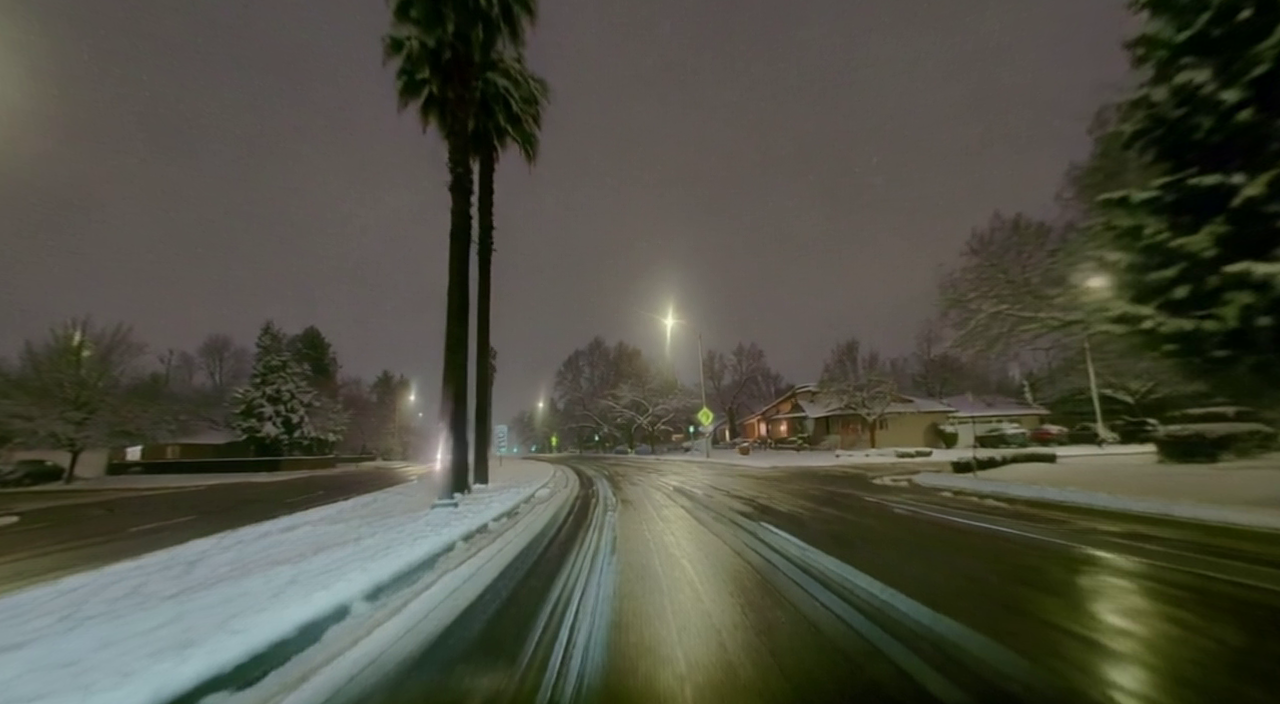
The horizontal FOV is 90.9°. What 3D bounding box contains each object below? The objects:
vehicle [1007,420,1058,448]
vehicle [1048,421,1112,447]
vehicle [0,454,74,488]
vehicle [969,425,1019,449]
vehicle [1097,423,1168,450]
[{"bbox_3d":[25.919,5.407,41.790,1.994,1.714,4.222,-2,-7,20],"label":"vehicle"},{"bbox_3d":[29.636,5.568,42.571,1.798,1.621,3.735,-1,-9,4],"label":"vehicle"},{"bbox_3d":[-38.815,7.491,40.049,2.227,1.905,5.954,3,-9,-23],"label":"vehicle"},{"bbox_3d":[23.723,5.697,42.413,1.702,1.536,3.896,-1,-8,11],"label":"vehicle"},{"bbox_3d":[32.402,5.618,41.609,1.854,1.512,4.082,-6,-10,9],"label":"vehicle"}]
